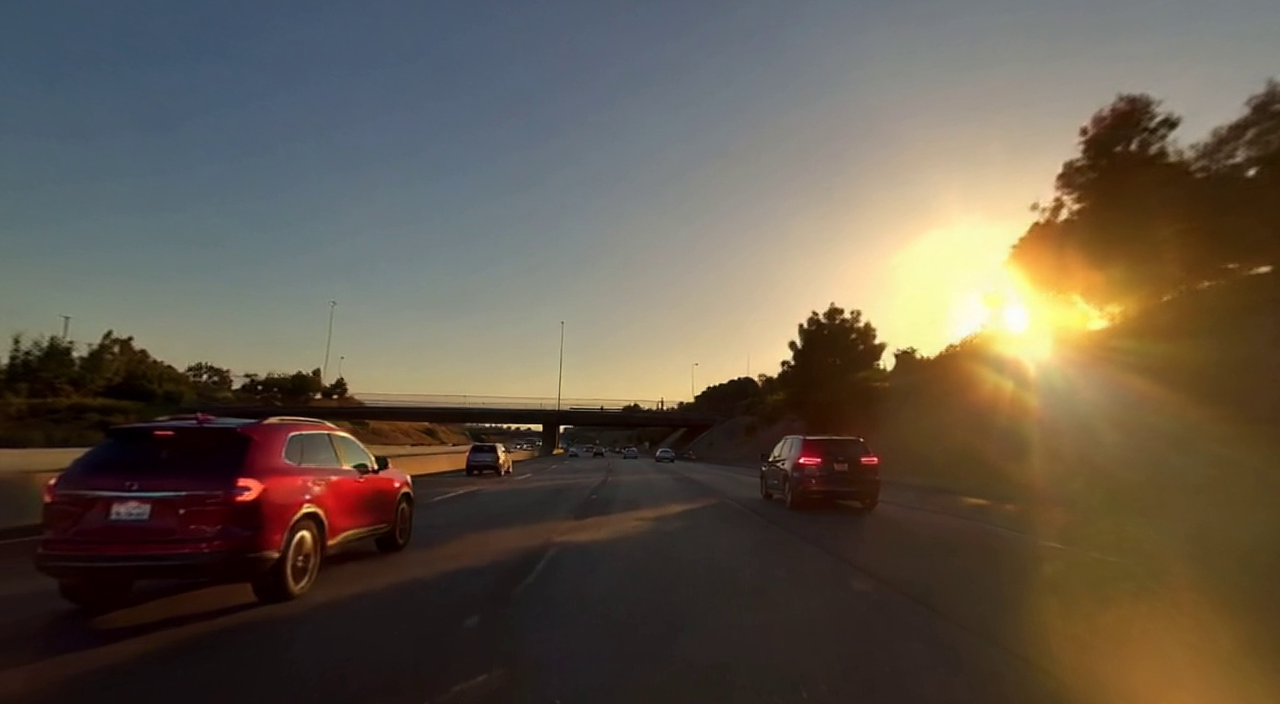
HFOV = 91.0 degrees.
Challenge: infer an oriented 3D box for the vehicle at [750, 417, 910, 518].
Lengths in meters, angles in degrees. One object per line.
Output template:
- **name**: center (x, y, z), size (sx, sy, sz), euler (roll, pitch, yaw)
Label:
- **vehicle**: center (4.007, 2.550, 14.304), size (2.153, 1.860, 4.689), euler (-1, -9, 0)

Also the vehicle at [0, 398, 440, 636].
- **vehicle**: center (-4.096, 1.581, 7.012), size (2.214, 1.743, 4.465), euler (-1, -9, 1)

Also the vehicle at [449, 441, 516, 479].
- **vehicle**: center (-7.760, 5.354, 31.518), size (2.095, 1.696, 4.680), euler (-1, -9, 1)
